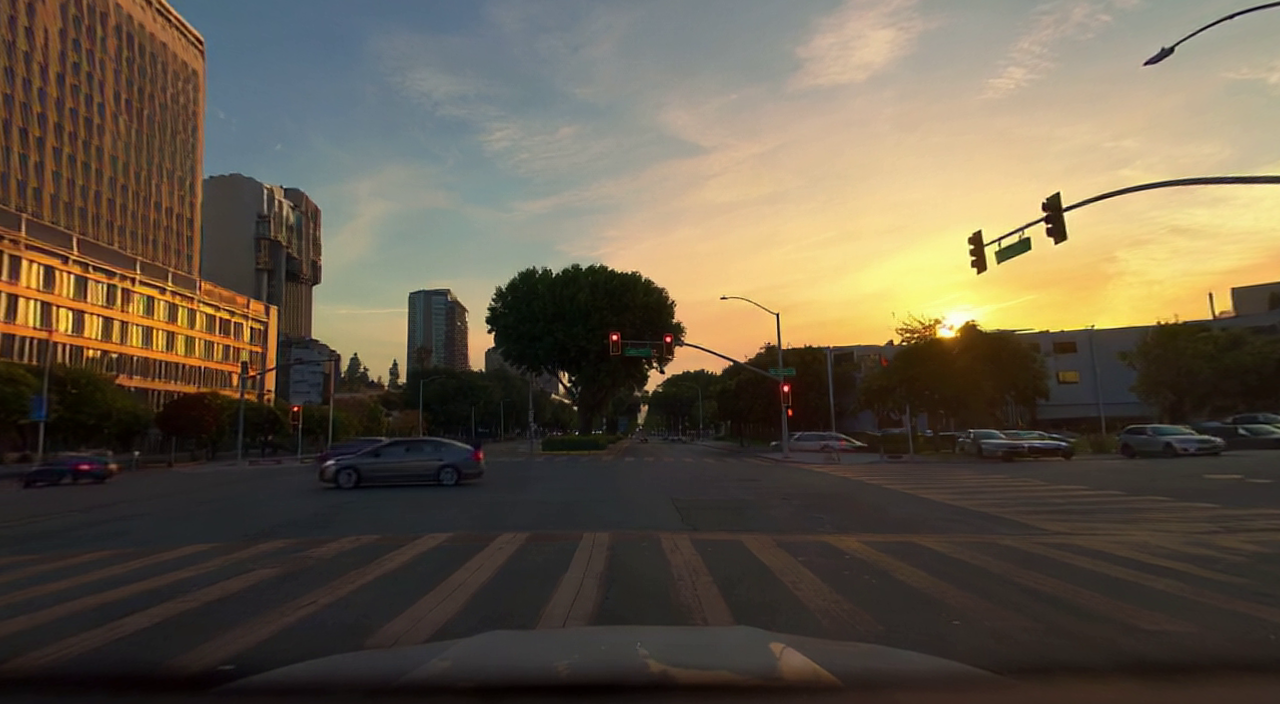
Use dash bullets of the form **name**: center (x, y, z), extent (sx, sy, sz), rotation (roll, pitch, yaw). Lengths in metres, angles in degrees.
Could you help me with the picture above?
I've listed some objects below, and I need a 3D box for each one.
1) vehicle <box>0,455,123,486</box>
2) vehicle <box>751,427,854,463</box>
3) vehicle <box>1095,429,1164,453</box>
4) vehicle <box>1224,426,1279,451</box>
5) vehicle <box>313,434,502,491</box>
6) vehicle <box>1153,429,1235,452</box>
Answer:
- **vehicle**: center (-26.445, 5.404, 28.880), extent (4.046, 1.306, 1.719), rotation (0, -8, -1)
- **vehicle**: center (8.133, 4.695, 31.857), extent (4.571, 1.698, 1.977), rotation (-7, -11, 40)
- **vehicle**: center (33.269, 6.090, 43.094), extent (2.090, 1.494, 4.321), rotation (-3, -9, 15)
- **vehicle**: center (42.271, 5.731, 41.918), extent (2.037, 1.614, 5.175), rotation (0, -8, 0)
- **vehicle**: center (-6.699, 3.178, 18.585), extent (4.916, 1.504, 1.846), rotation (2, -9, -19)
- **vehicle**: center (36.581, 5.878, 41.831), extent (1.726, 1.429, 4.163), rotation (-1, -8, 2)
